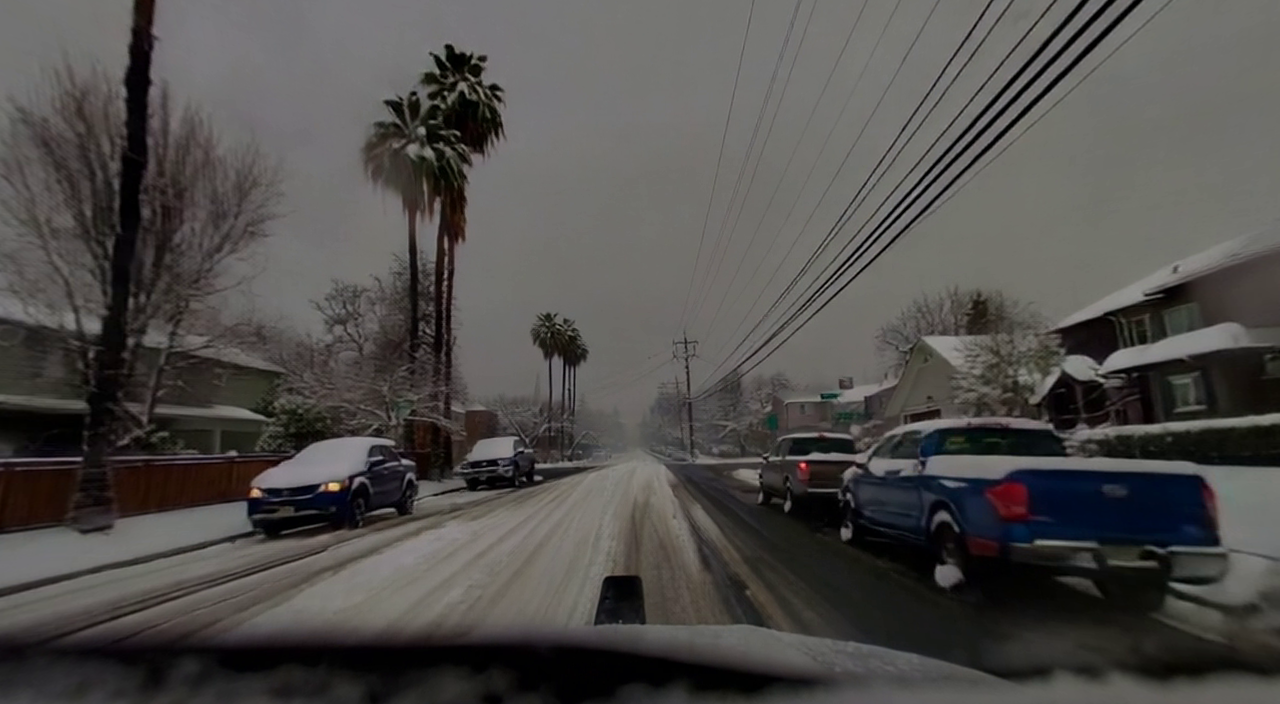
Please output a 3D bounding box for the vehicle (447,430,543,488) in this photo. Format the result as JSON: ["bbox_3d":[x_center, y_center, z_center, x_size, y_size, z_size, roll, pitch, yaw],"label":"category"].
[{"bbox_3d":[-5.660,4.292,25.717,2.455,2.045,6.171,0,-8,0],"label":"vehicle"}]

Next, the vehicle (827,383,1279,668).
[{"bbox_3d":[3.550,1.418,6.310,1.979,1.762,4.621,0,-8,1],"label":"vehicle"}]

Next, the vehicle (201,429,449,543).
[{"bbox_3d":[-5.711,2.471,12.398,2.226,1.768,4.780,0,-8,2],"label":"vehicle"}]
